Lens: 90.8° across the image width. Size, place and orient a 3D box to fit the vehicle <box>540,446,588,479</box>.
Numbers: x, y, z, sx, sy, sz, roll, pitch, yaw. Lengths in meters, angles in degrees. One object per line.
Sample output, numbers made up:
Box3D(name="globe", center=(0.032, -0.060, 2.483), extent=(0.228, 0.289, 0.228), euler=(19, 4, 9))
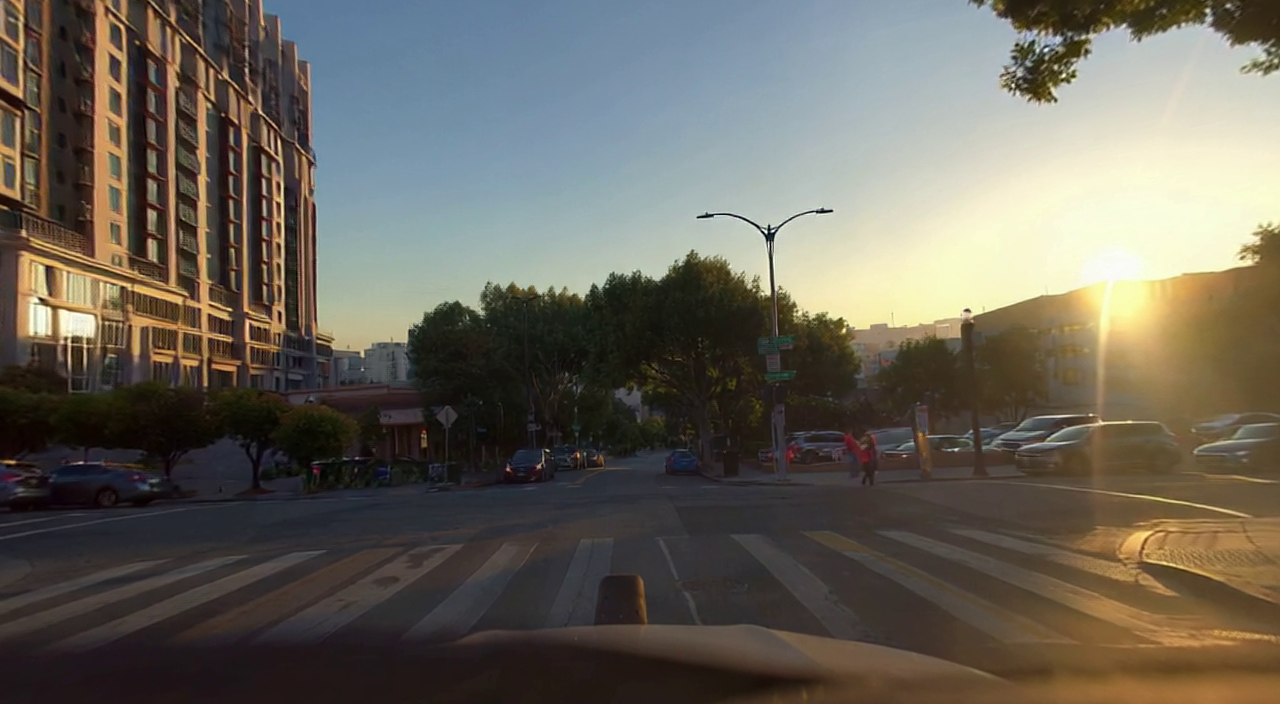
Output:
Box3D(name="vehicle", center=(-4.464, 6.574, 37.689), extent=(2.102, 1.768, 4.290), euler=(-2, -9, 2))

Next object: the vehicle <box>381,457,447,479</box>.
Box3D(name="vehicle", center=(-16.916, 8.696, 47.360), extent=(4.203, 1.544, 1.889), euler=(0, -8, 1))

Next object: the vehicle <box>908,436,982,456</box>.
Box3D(name="vehicle", center=(23.015, 7.126, 47.772), extent=(4.528, 1.475, 2.070), euler=(0, -9, 3))

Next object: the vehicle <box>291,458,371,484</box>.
Box3D(name="vehicle", center=(-23.185, 8.922, 47.503), extent=(4.844, 1.836, 2.117), euler=(-1, -8, 5))

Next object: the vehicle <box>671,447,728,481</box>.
Box3D(name="vehicle", center=(3.216, 5.884, 33.478), extent=(1.942, 1.603, 3.785), euler=(-1, -8, 23))

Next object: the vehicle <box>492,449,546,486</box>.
Box3D(name="vehicle", center=(-7.615, 7.282, 40.251), extent=(2.193, 1.814, 5.061), euler=(-9, -9, 0))

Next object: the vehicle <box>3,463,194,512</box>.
Box3D(name="vehicle", center=(-17.315, 4.334, 20.374), extent=(4.439, 1.448, 1.793), euler=(0, -9, 0))

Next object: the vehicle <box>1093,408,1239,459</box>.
Box3D(name="vehicle", center=(22.305, 3.556, 27.148), extent=(2.137, 1.962, 4.988), euler=(-1, -9, 3))

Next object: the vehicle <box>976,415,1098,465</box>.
Box3D(name="vehicle", center=(16.744, 3.813, 27.000), extent=(2.041, 1.921, 4.574), euler=(0, -9, -2))
